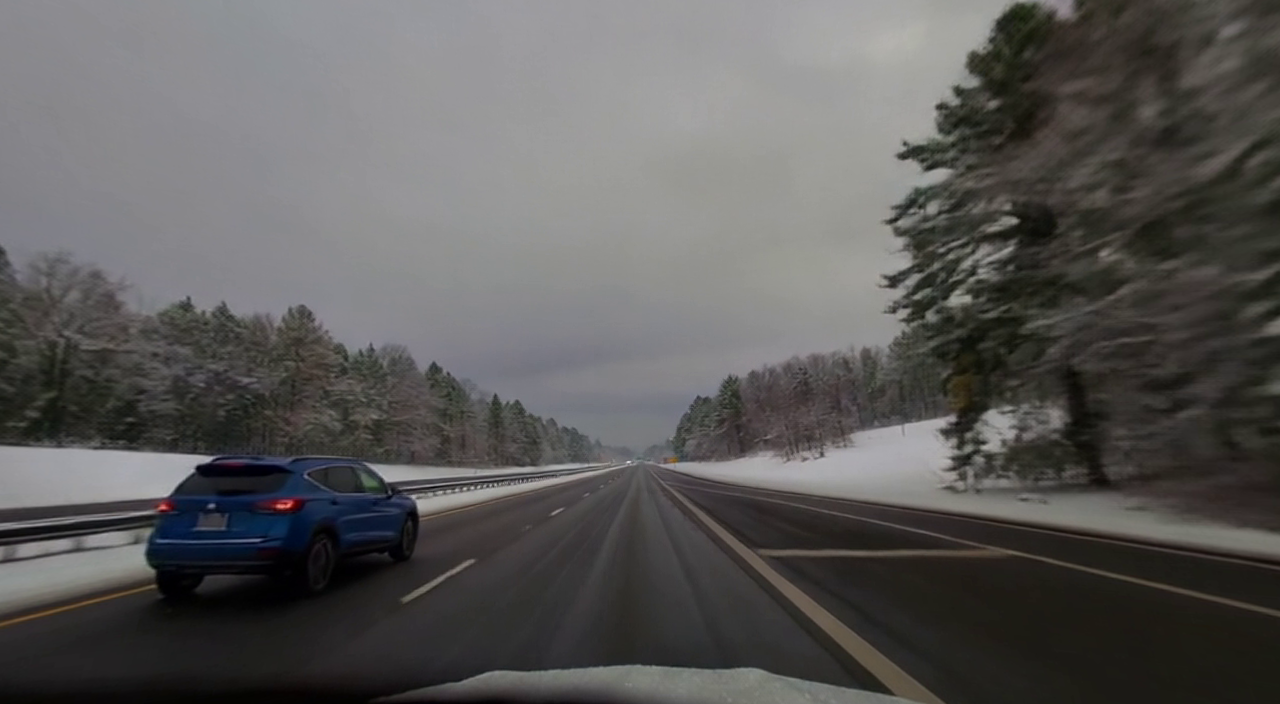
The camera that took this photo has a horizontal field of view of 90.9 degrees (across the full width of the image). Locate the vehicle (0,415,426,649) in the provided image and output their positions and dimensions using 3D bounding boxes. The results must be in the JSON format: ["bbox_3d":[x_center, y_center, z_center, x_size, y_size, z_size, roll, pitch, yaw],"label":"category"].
[{"bbox_3d":[-4.158,1.694,6.880,1.928,1.593,4.871,1,-10,0],"label":"vehicle"}]
